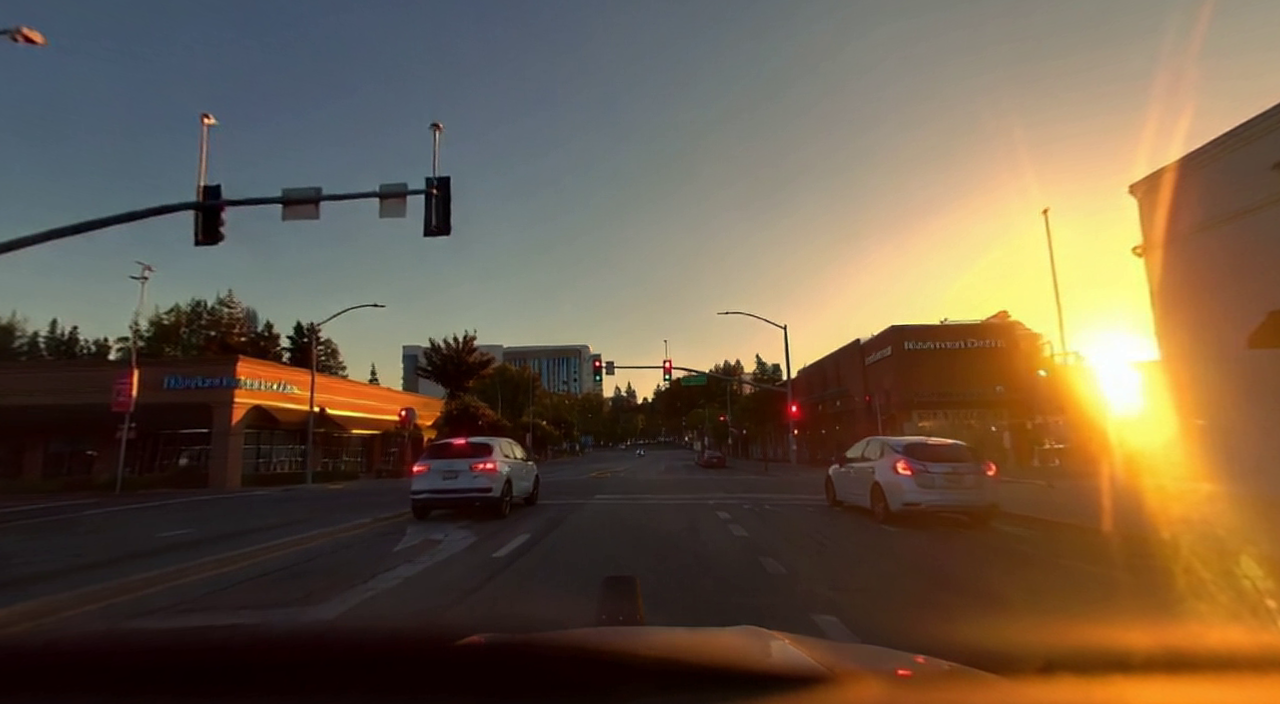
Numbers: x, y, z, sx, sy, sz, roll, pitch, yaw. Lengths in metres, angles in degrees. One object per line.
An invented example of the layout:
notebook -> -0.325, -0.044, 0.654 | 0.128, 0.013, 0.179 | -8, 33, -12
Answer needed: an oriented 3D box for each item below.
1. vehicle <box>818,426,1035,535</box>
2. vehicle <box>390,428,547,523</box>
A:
vehicle -> 5.039, 2.314, 11.965 | 2.039, 1.655, 4.495 | 0, -9, 1
vehicle -> -3.284, 2.457, 13.040 | 1.947, 1.627, 4.248 | 0, -9, 1
